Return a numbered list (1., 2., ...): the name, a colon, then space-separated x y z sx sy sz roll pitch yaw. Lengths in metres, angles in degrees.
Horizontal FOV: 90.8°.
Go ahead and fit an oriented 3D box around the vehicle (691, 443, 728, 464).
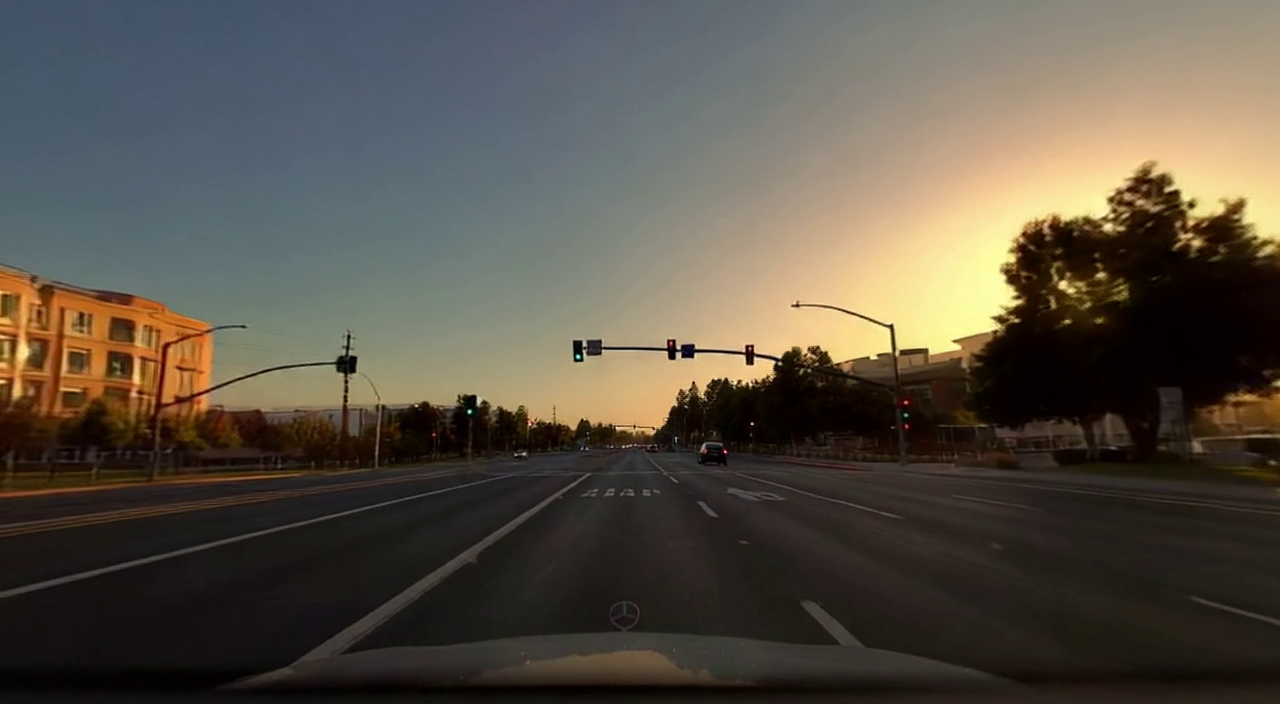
1. vehicle: 5.200 7.691 48.090 2.187 1.475 4.529 0 -9 -1
